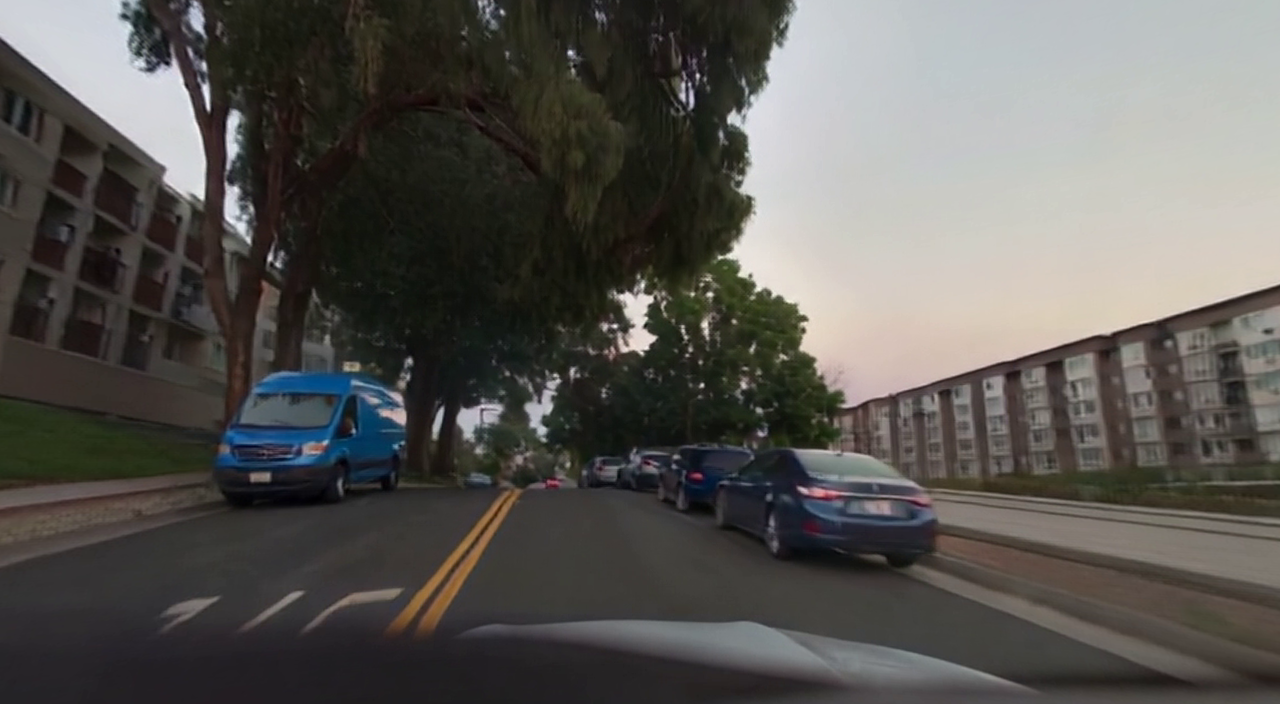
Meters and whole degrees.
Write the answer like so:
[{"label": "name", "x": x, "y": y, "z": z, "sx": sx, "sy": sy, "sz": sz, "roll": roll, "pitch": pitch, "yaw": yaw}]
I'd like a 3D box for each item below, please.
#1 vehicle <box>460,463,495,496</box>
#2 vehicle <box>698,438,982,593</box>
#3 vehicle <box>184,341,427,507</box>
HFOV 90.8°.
[{"label": "vehicle", "x": -11.428, "y": 8.938, "z": 44.657, "sx": 2.090, "sy": 1.674, "sz": 4.457, "roll": -2, "pitch": -4, "yaw": -10}, {"label": "vehicle", "x": 2.147, "y": 1.909, "z": 8.264, "sx": 1.827, "sy": 1.436, "sz": 4.322, "roll": 2, "pitch": -9, "yaw": -8}, {"label": "vehicle", "x": -6.590, "y": 1.611, "z": 13.797, "sx": 2.546, "sy": 2.664, "sz": 6.863, "roll": 0, "pitch": -8, "yaw": -9}]
